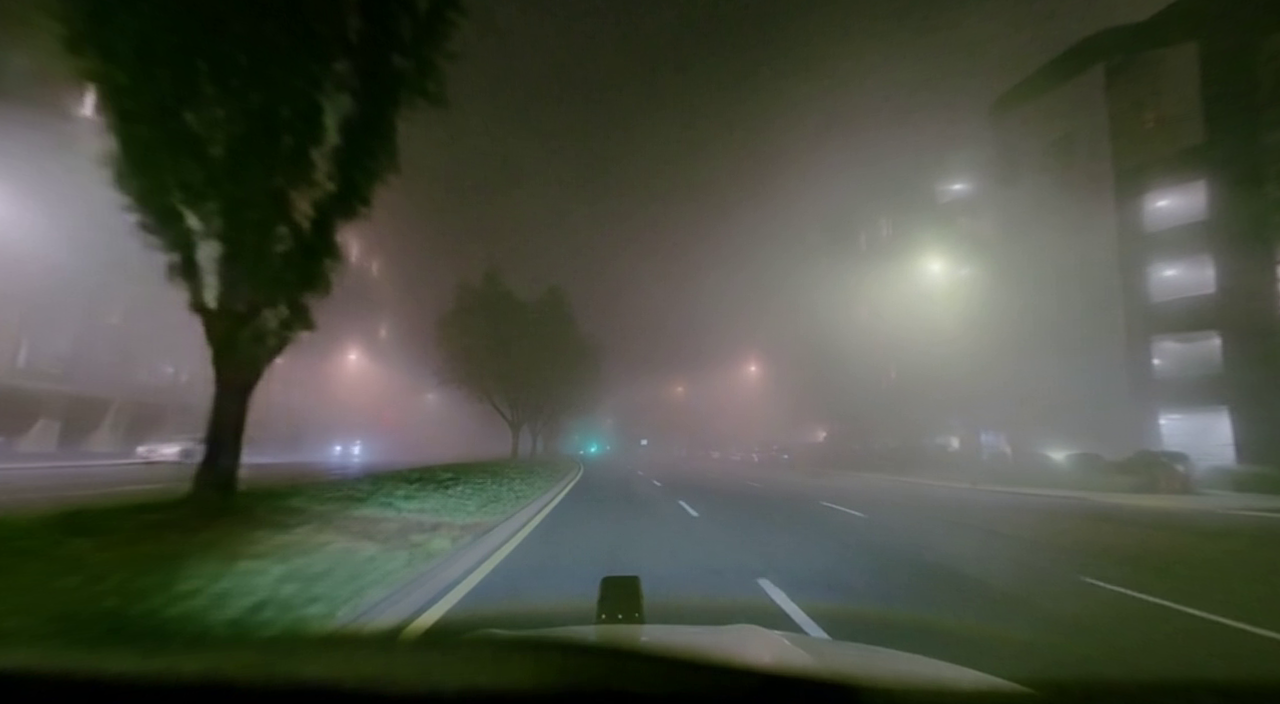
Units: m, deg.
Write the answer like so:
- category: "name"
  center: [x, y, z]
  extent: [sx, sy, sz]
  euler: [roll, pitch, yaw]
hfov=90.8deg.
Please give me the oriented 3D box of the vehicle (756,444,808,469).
- category: "vehicle"
  center: [8.967, 6.639, 40.295]
  extent: [1.907, 1.524, 4.381]
  euler: [1, -9, -6]

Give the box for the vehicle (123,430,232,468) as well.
- category: "vehicle"
  center: [-19.416, 4.097, 26.779]
  extent: [1.822, 1.453, 4.053]
  euler: [1, -9, -5]

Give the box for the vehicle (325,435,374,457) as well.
- category: "vehicle"
  center: [-21.288, 6.895, 46.462]
  extent: [1.938, 1.524, 4.107]
  euler: [1, -9, -5]
